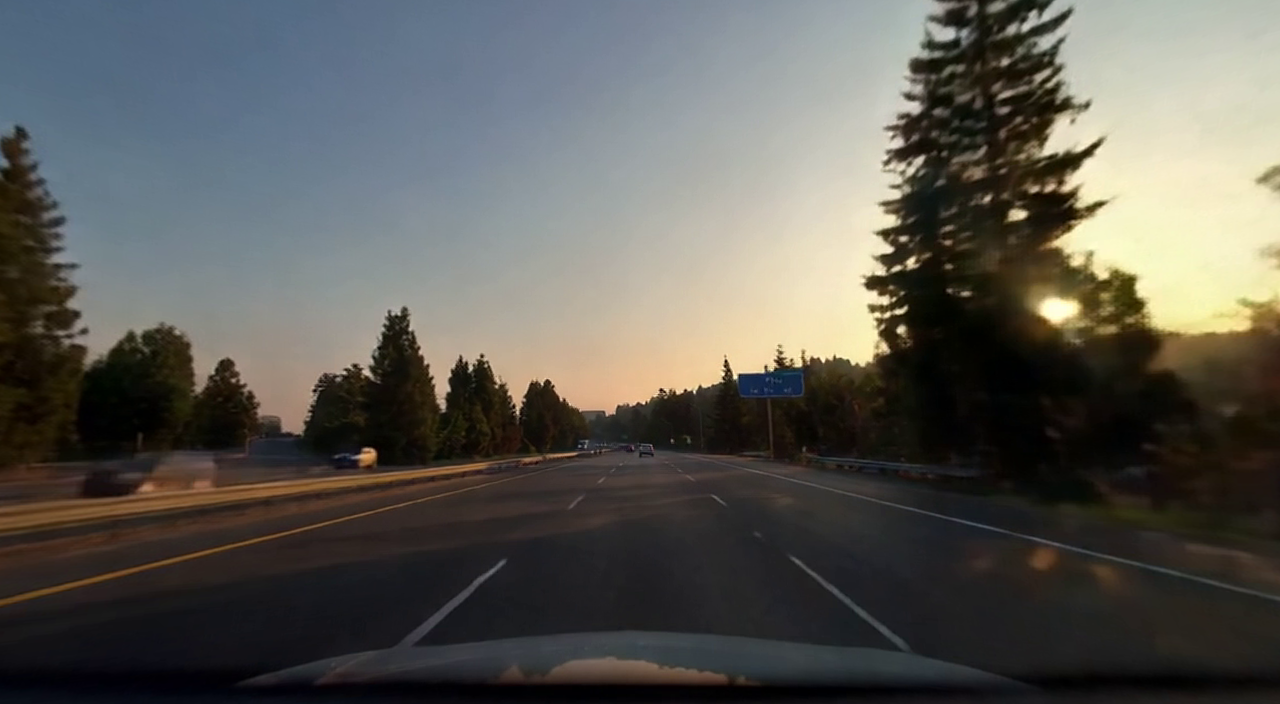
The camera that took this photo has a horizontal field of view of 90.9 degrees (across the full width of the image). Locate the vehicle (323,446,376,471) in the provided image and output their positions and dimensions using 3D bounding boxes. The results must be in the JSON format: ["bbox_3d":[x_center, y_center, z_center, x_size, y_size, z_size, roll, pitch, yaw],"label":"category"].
[{"bbox_3d":[-21.141,7.742,46.047,1.934,1.750,3.974,0,-8,0],"label":"vehicle"}]

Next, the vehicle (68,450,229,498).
[{"bbox_3d":[-16.880,4.187,22.036,1.911,1.446,4.547,0,-8,1],"label":"vehicle"}]
